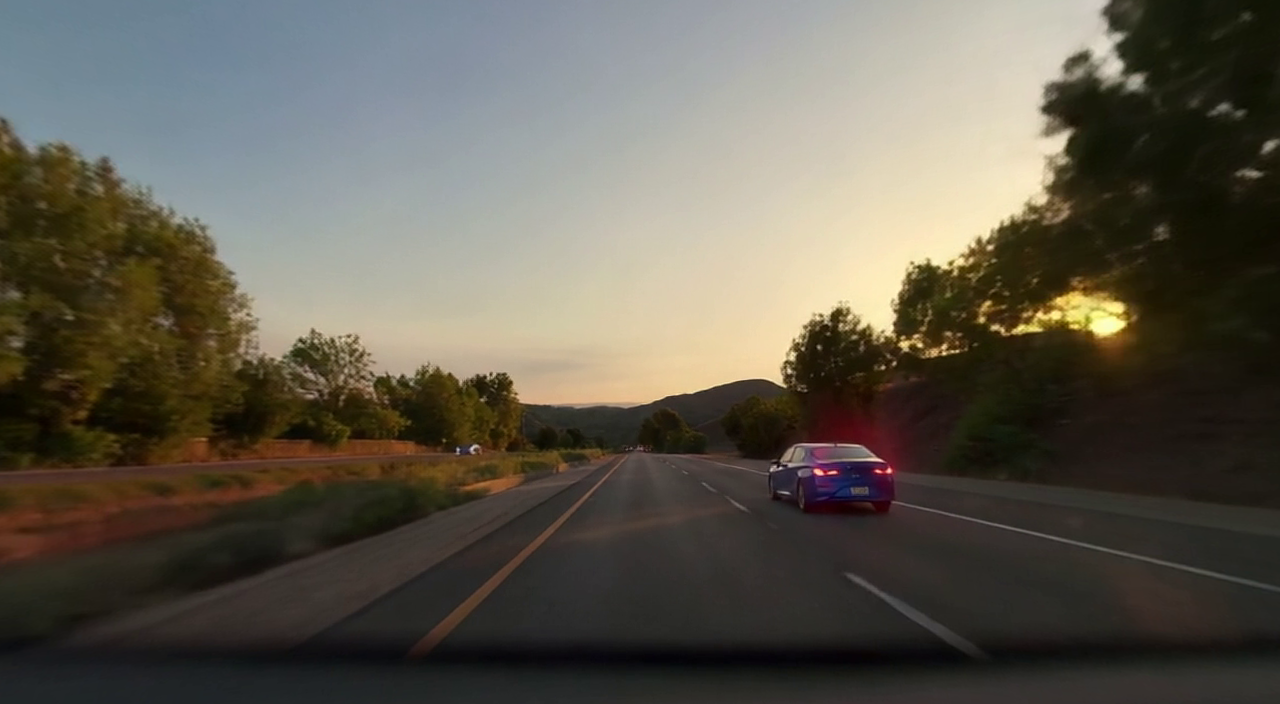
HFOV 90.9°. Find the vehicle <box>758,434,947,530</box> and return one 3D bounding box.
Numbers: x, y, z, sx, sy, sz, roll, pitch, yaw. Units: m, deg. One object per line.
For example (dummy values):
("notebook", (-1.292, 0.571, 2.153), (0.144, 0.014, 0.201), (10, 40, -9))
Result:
("vehicle", (3.731, 2.361, 12.085), (2.003, 1.466, 4.441), (0, -9, -1))
